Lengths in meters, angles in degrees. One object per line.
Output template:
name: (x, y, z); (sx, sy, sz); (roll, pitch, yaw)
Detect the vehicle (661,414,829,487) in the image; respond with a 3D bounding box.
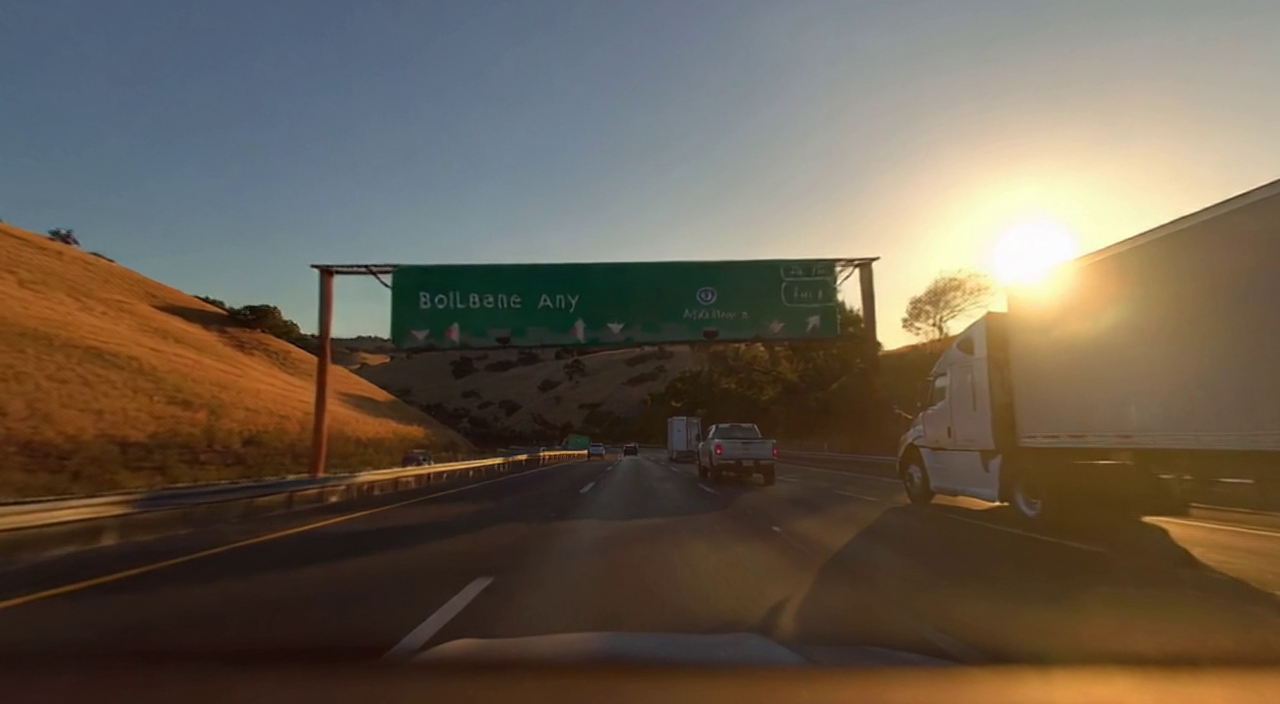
vehicle: (3.355, 3.276, 21.134); (5.075, 2.277, 2.365); (0, -9, -3)

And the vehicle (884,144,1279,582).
vehicle: (7.652, 0.317, 7.529); (2.935, 4.187, 16.357); (0, -9, 0)
